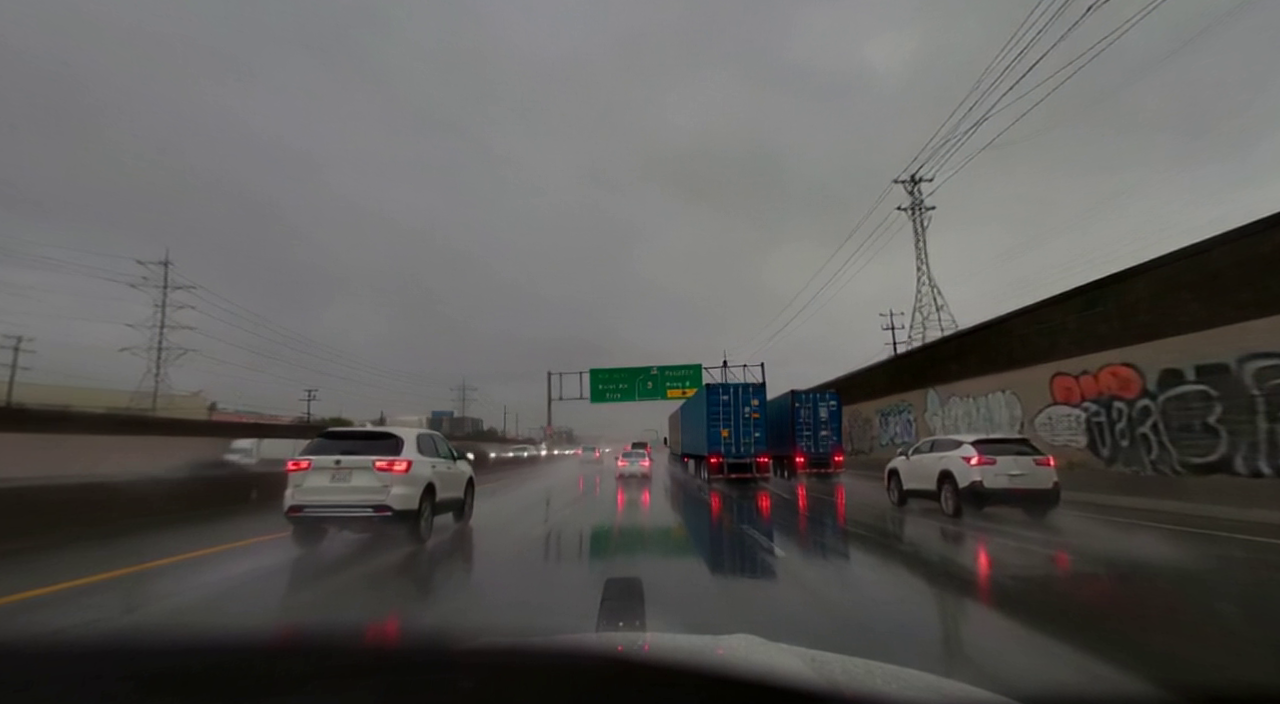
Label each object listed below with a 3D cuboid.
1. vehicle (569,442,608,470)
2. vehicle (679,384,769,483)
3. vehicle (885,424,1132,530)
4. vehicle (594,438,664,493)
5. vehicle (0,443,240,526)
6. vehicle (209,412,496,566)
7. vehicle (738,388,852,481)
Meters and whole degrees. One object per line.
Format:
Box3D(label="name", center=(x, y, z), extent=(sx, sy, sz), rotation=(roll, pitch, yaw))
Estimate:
Box3D(label="vehicle", center=(-3.439, 7.091, 43.129), extent=(2.243, 1.820, 4.473), rotation=(0, -9, 1))
Box3D(label="vehicle", center=(3.857, 4.350, 32.669), extent=(2.800, 4.039, 13.179), rotation=(0, -9, 0))
Box3D(label="vehicle", center=(7.041, 2.435, 12.874), extent=(2.202, 1.731, 4.628), rotation=(0, -9, 0))
Box3D(label="vehicle", center=(-0.346, 3.882, 21.891), extent=(2.191, 1.685, 4.015), rotation=(0, -9, 0))
Box3D(label="vehicle", center=(-10.968, 2.729, 13.621), extent=(1.902, 1.474, 4.259), rotation=(0, -9, -1))
Box3D(label="vehicle", center=(-3.939, 1.977, 9.851), extent=(2.264, 1.804, 4.584), rotation=(0, -9, 0))
Box3D(label="vehicle", center=(7.743, 4.585, 34.039), extent=(2.868, 4.017, 12.827), rotation=(0, -9, 0))
